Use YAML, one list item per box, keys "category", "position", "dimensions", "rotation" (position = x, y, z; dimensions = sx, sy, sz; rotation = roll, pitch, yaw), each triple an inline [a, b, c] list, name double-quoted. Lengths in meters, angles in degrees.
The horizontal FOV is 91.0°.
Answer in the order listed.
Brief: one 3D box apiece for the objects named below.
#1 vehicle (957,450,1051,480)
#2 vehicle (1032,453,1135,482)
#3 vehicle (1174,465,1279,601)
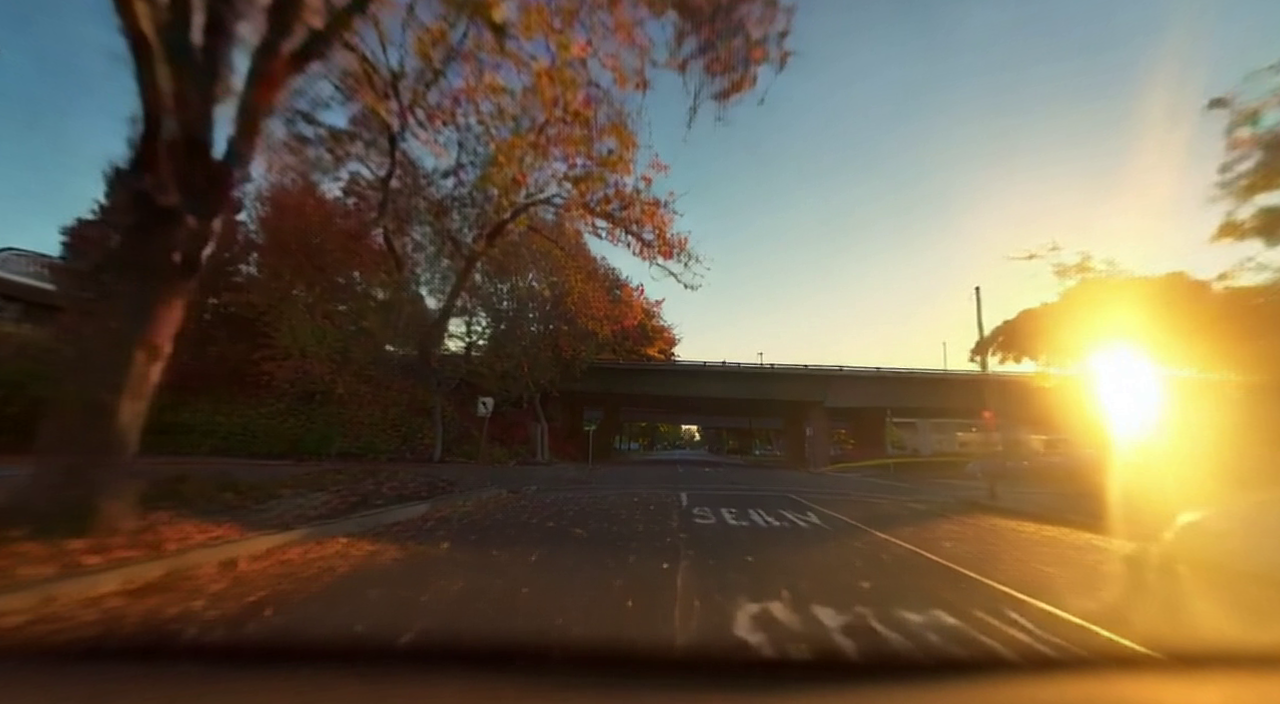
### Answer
- category: "vehicle"
  position: [21.608, 6.690, 37.522]
  dimensions: [2.066, 1.654, 4.269]
  rotation: [7, -11, -35]
- category: "vehicle"
  position: [25.542, 6.605, 36.399]
  dimensions: [1.842, 1.508, 4.412]
  rotation: [7, -11, -35]
- category: "vehicle"
  position: [8.286, 1.932, 6.178]
  dimensions: [2.067, 1.498, 4.771]
  rotation: [0, -9, 3]
